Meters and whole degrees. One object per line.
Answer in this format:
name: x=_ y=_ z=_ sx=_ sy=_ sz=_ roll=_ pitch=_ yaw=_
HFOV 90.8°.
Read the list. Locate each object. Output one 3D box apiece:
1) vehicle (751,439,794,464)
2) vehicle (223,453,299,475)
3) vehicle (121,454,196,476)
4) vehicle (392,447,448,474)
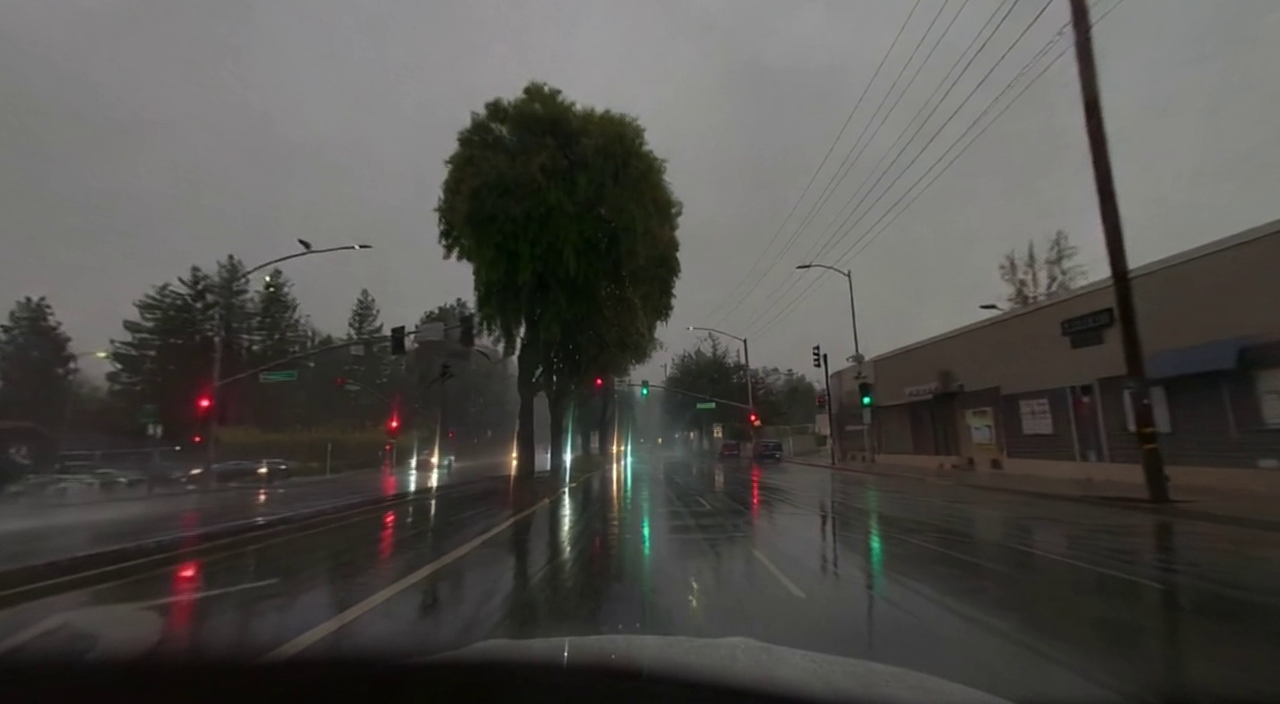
vehicle: x=9.731 y=7.312 z=46.661 sx=1.970 sy=1.755 sz=4.661 roll=0 pitch=-9 yaw=-2
vehicle: x=-26.976 y=7.956 z=45.046 sx=4.240 sy=1.463 sz=1.908 roll=-1 pitch=-9 yaw=4
vehicle: x=-34.764 y=8.159 z=45.664 sx=4.062 sy=1.531 sz=1.766 roll=-1 pitch=-9 yaw=4
vehicle: x=-13.354 y=6.603 z=38.606 sx=1.872 sy=1.507 sz=4.267 roll=0 pitch=-9 yaw=0
